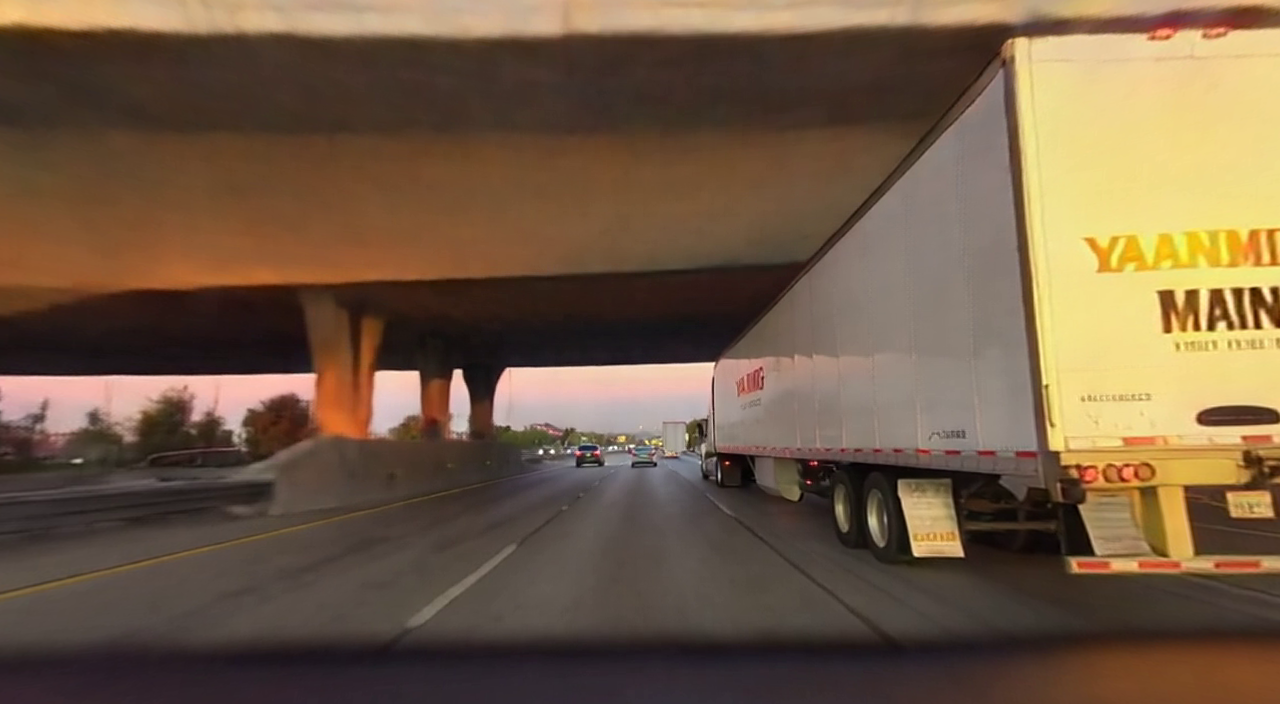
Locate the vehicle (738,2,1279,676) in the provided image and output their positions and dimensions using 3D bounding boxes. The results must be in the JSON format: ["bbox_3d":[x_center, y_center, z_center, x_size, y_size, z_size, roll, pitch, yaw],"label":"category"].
[{"bbox_3d":[3.950,0.701,9.973,2.821,4.077,12.562,0,-9,0],"label":"vehicle"}]

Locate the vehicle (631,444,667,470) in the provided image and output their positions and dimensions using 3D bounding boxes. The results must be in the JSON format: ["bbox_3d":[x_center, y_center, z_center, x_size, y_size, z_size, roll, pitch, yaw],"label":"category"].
[{"bbox_3d":[0.496,6.352,38.228,2.063,1.469,4.208,0,-9,0],"label":"vehicle"}]

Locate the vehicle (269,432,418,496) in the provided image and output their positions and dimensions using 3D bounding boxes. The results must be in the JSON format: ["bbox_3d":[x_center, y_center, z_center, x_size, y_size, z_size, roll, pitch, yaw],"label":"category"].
[{"bbox_3d":[-8.852,3.398,19.490,2.076,1.678,5.116,0,-9,1],"label":"vehicle"}]

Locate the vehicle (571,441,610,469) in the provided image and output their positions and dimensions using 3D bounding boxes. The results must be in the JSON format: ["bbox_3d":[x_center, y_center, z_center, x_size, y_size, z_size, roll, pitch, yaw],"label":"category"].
[{"bbox_3d":[-3.108,6.548,40.262,2.058,1.711,4.226,-1,-9,1],"label":"vehicle"}]
